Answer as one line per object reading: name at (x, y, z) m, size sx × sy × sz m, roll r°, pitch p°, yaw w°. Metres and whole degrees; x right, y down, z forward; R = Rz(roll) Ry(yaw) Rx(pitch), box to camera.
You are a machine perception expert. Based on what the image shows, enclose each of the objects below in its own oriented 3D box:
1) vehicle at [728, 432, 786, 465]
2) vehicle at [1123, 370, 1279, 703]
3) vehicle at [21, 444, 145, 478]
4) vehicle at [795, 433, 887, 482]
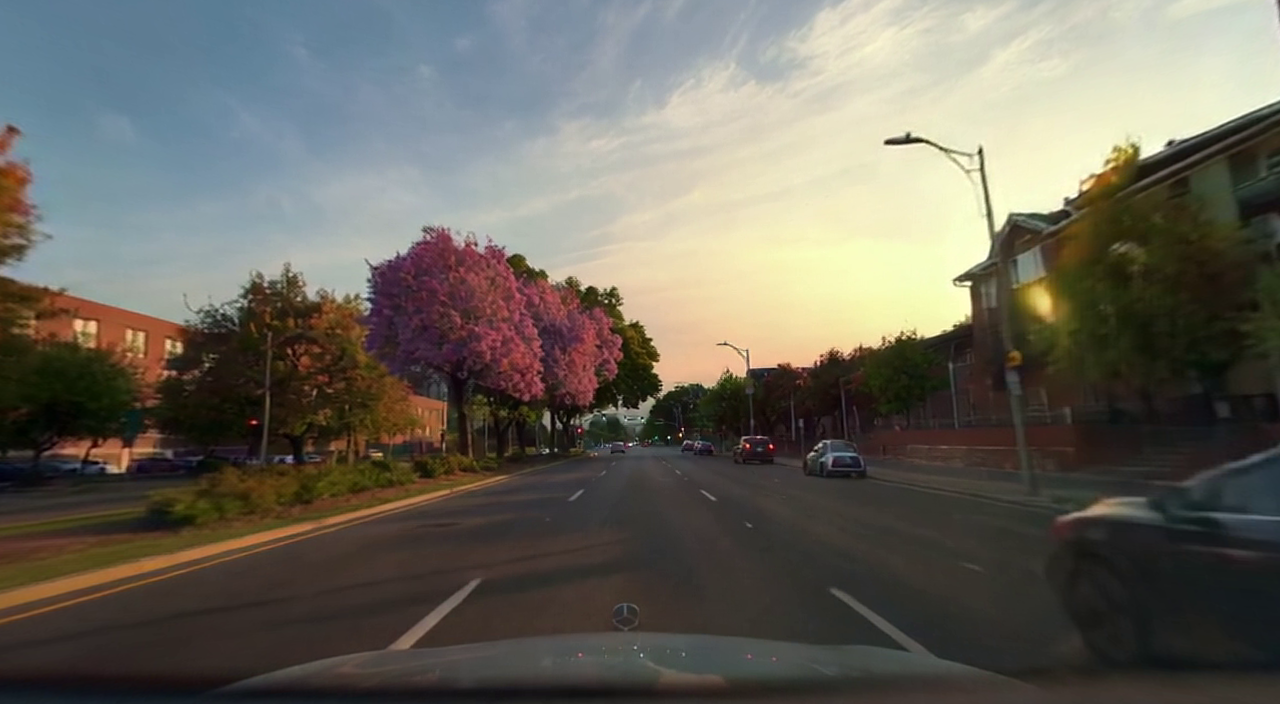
vehicle at (7.061, 5.908, 38.783) m, size 2.450 × 1.892 × 5.107 m, roll 0°, pitch -8°, yaw -2°
vehicle at (3.841, 0.674, 1.503) m, size 1.984 × 1.580 × 4.413 m, roll -1°, pitch -8°, yaw 2°
vehicle at (-33.589, 6.581, 38.212) m, size 5.605 × 1.774 × 2.197 m, roll -3°, pitch -9°, yaw 3°
vehicle at (7.290, 3.873, 23.455) m, size 1.940 × 1.647 × 4.309 m, roll 0°, pitch -8°, yaw -1°
